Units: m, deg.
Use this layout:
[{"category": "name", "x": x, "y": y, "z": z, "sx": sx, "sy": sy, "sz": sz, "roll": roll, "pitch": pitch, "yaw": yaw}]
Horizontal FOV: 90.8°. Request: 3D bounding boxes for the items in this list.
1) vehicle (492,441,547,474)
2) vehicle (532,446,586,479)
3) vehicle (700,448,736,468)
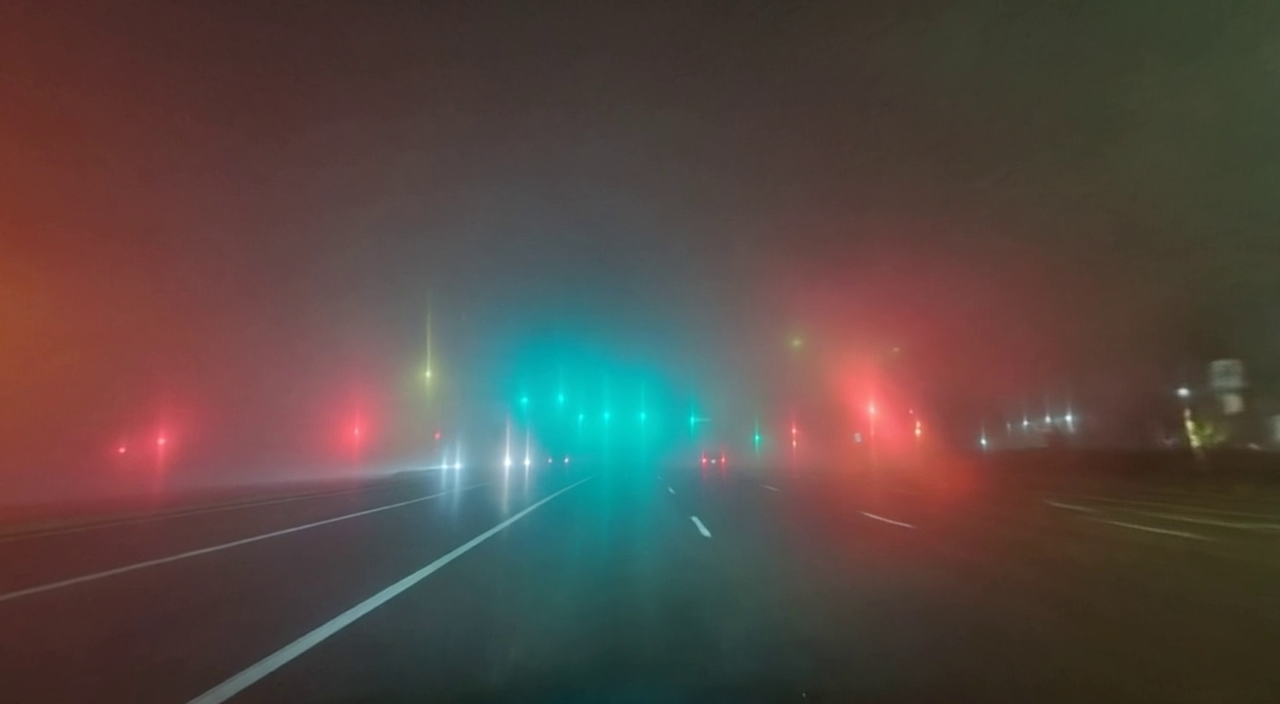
[{"category": "vehicle", "x": -7.276, "y": 6.429, "z": 38.769, "sx": 2.185, "sy": 1.810, "sz": 5.589, "roll": 0, "pitch": -8, "yaw": 1}, {"category": "vehicle", "x": -3.815, "y": 5.284, "z": 30.500, "sx": 2.018, "sy": 1.463, "sz": 4.603, "roll": 0, "pitch": -9, "yaw": 0}, {"category": "vehicle", "x": 6.094, "y": 8.329, "z": 49.900, "sx": 2.187, "sy": 1.475, "sz": 4.529, "roll": 0, "pitch": -9, "yaw": -2}]
